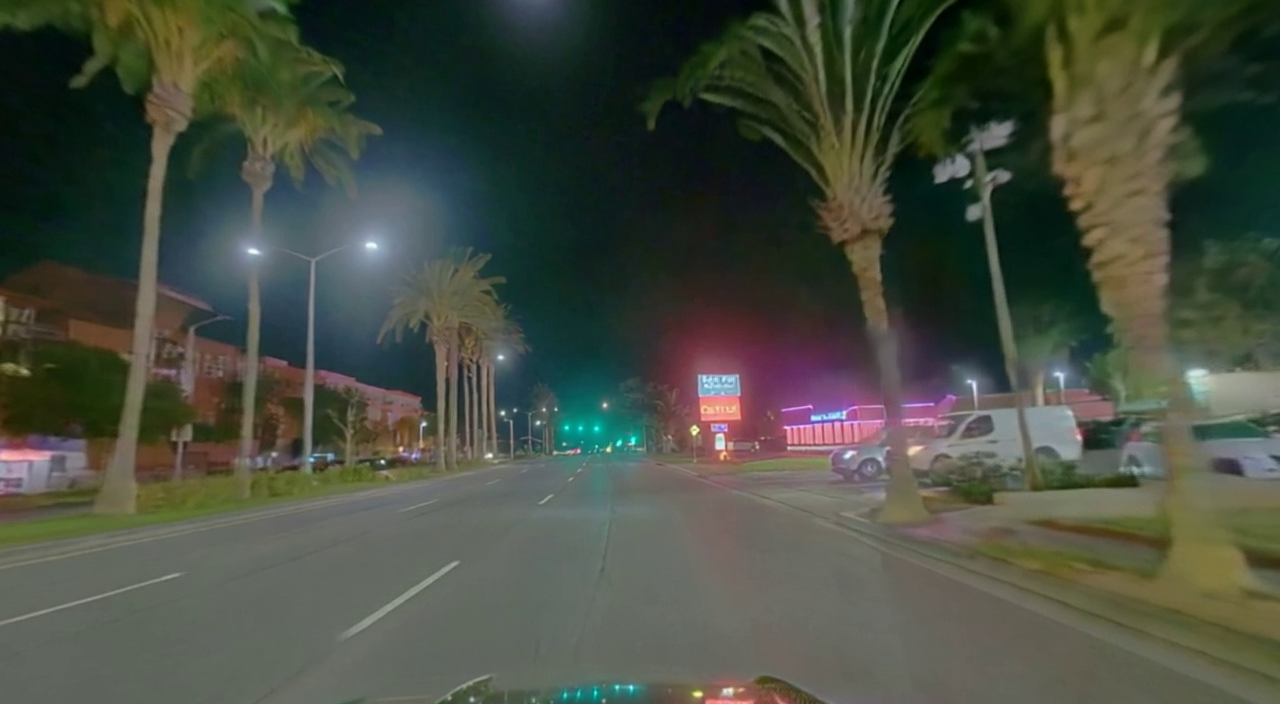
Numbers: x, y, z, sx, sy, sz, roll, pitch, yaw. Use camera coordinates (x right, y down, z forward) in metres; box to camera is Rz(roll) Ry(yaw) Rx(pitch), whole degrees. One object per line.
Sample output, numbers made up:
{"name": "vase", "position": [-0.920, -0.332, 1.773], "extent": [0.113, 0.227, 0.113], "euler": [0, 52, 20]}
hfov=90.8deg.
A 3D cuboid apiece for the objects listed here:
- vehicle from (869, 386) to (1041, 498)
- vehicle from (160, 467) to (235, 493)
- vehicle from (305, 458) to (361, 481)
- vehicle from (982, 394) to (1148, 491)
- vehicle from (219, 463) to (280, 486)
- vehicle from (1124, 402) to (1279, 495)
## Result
{"name": "vehicle", "position": [9.692, 2.746, 19.207], "extent": [5.942, 2.851, 2.531], "euler": [8, -12, -42]}
{"name": "vehicle", "position": [-28.320, 8.168, 40.630], "extent": [1.909, 1.436, 4.443], "euler": [1, -9, -5]}
{"name": "vehicle", "position": [-22.472, 8.579, 46.412], "extent": [1.970, 1.511, 4.836], "euler": [0, -9, -4]}
{"name": "vehicle", "position": [11.740, 2.481, 17.246], "extent": [2.514, 2.172, 5.798], "euler": [-9, -12, 44]}
{"name": "vehicle", "position": [-28.758, 9.037, 46.674], "extent": [1.861, 1.474, 4.719], "euler": [1, -9, -6]}
{"name": "vehicle", "position": [16.048, 2.515, 17.484], "extent": [2.525, 2.043, 6.684], "euler": [-7, -8, 24]}
